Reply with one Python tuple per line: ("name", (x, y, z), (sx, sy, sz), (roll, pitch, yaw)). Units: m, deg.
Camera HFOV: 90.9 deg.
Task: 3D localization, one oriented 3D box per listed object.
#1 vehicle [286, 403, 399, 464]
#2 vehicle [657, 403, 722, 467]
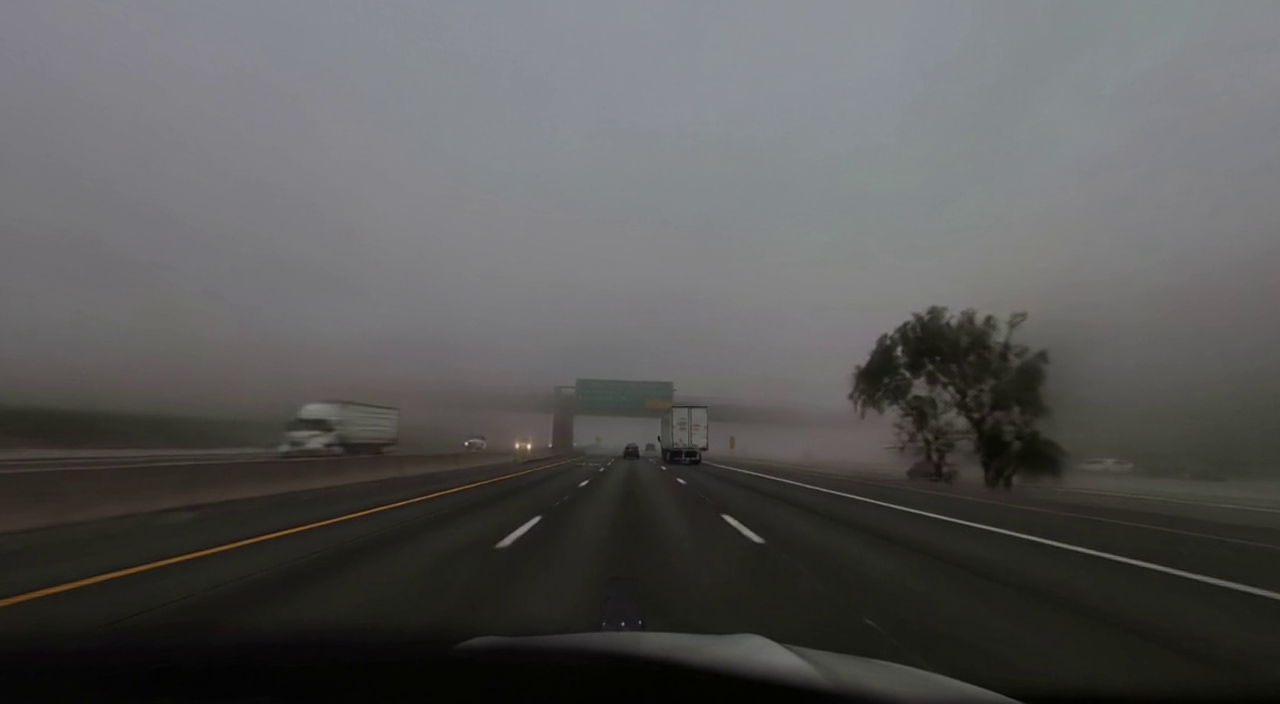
("vehicle", (-16.212, 4.579, 35.050), (2.585, 3.012, 7.417), (0, -8, 0))
("vehicle", (3.510, 6.605, 49.167), (3.323, 4.262, 14.056), (1, -9, -2))
